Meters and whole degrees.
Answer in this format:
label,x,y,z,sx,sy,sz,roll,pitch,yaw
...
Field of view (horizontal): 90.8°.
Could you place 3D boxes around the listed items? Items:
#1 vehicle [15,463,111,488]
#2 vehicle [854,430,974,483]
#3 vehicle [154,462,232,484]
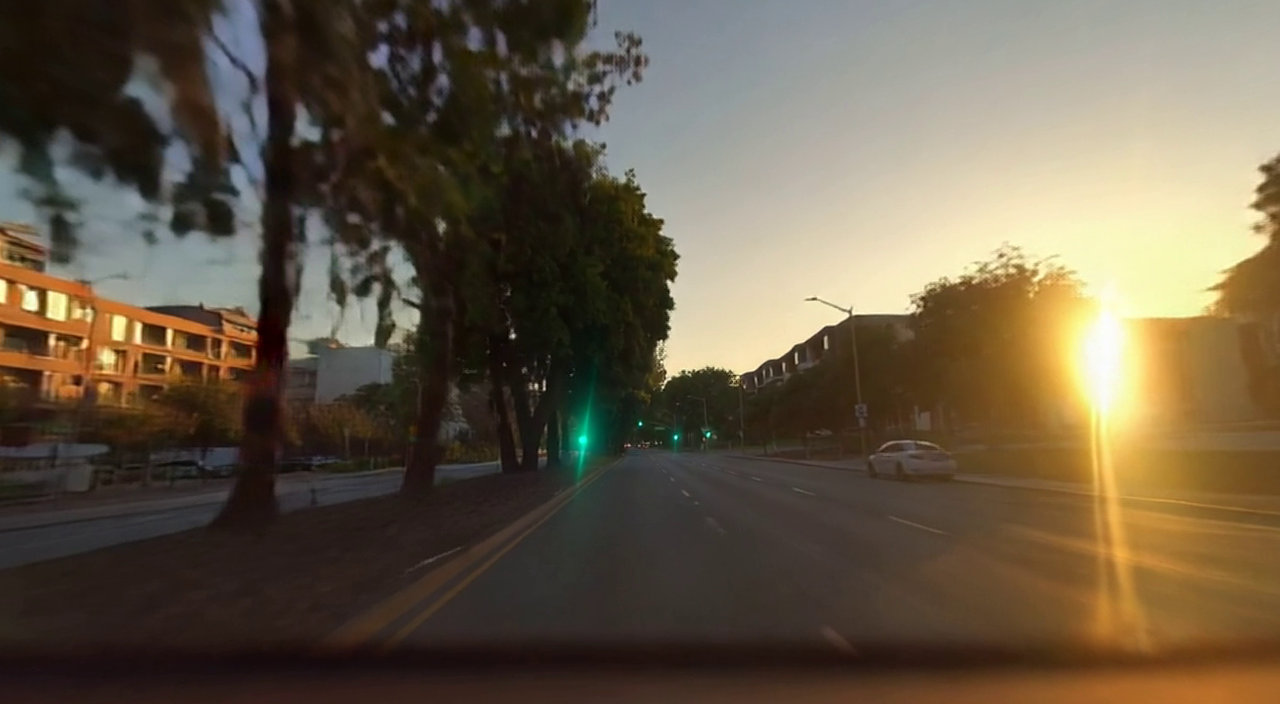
label,x,y,z,sx,sy,sz,roll,pitch,yaw
vehicle,-45.136,9.653,49.536,5.340,1.609,2.171,6,-12,-41
vehicle,9.994,3.858,23.576,2.051,1.726,4.898,1,-8,-3
vehicle,-30.732,8.315,43.525,3.930,1.431,1.645,2,-9,-12
